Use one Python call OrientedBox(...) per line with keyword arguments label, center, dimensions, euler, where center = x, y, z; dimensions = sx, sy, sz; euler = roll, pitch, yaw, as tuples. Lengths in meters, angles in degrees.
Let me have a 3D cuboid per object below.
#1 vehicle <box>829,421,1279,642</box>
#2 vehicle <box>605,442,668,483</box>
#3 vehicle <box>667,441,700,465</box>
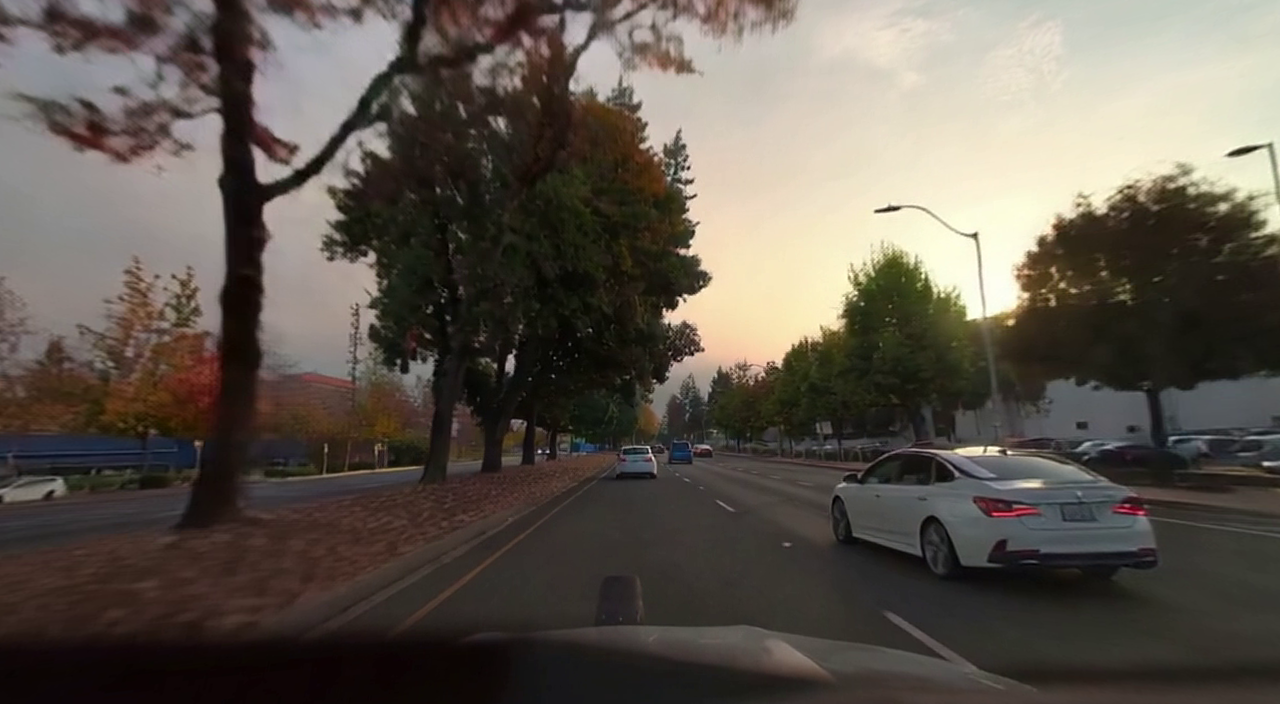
OrientedBox(label="vehicle", center=(3.712, 1.547, 6.528), dimensions=(2.094, 1.480, 4.323), euler=(0, -9, -1))
OrientedBox(label="vehicle", center=(-0.182, 4.339, 25.236), dimensions=(2.289, 1.471, 4.477), euler=(0, -8, -1))
OrientedBox(label="vehicle", center=(3.310, 7.761, 48.827), dimensions=(2.188, 1.760, 4.297), euler=(0, -8, -1))
